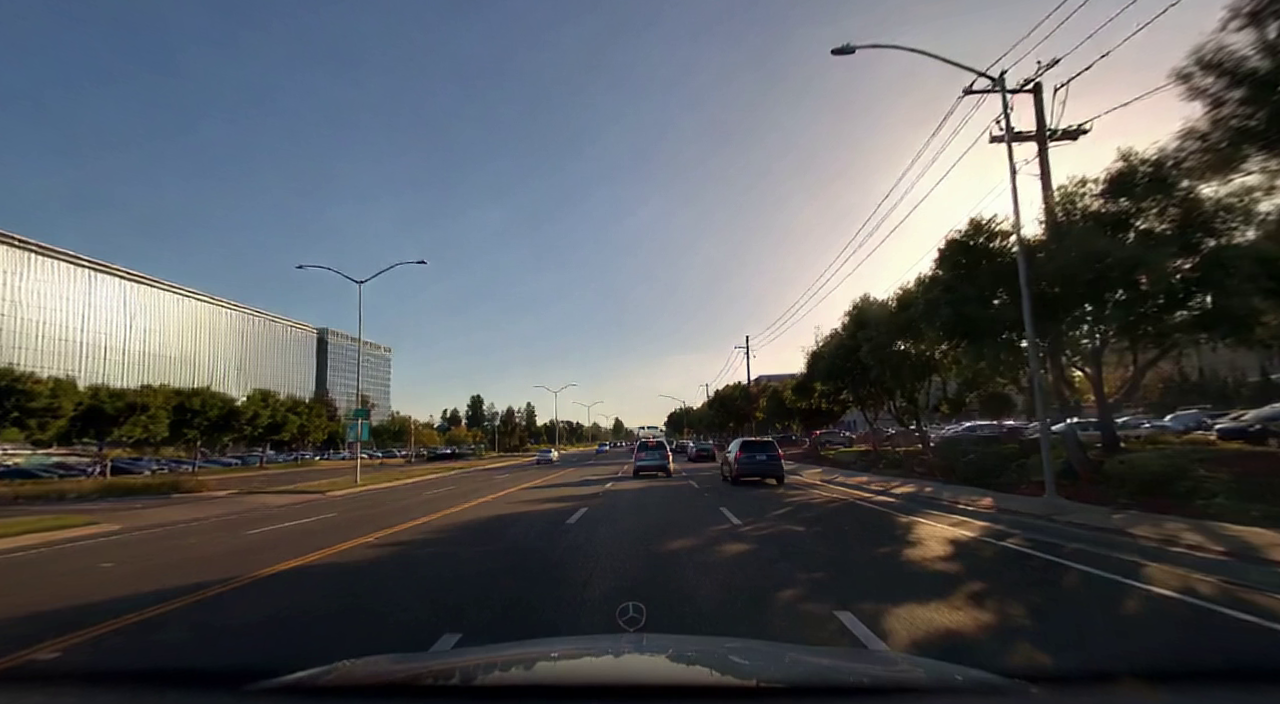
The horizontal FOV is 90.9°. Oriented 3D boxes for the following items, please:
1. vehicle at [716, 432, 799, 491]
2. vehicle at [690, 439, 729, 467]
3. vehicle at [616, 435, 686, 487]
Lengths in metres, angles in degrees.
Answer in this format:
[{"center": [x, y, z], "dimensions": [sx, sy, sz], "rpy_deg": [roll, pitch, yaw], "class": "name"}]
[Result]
[{"center": [3.678, 3.512, 20.483], "dimensions": [1.914, 1.698, 4.049], "rpy_deg": [0, -9, 0], "class": "vehicle"}, {"center": [4.392, 6.488, 40.627], "dimensions": [2.024, 1.711, 4.512], "rpy_deg": [0, -9, 0], "class": "vehicle"}, {"center": [0.373, 3.778, 22.144], "dimensions": [2.200, 1.653, 4.127], "rpy_deg": [0, -9, 1], "class": "vehicle"}]
